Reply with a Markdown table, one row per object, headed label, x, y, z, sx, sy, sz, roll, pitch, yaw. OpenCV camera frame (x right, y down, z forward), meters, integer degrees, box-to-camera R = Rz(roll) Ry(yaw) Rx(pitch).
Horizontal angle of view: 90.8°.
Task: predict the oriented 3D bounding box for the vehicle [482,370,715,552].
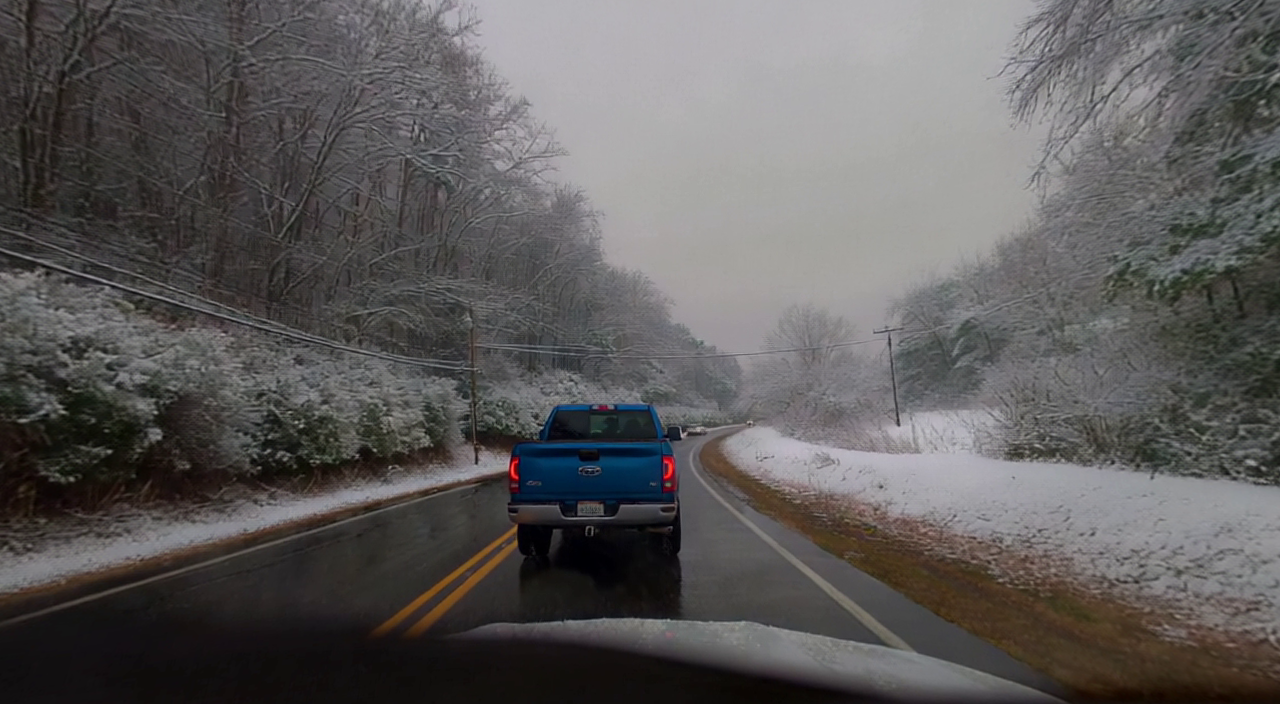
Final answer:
| label | x | y | z | sx | sy | sz | roll | pitch | yaw |
| --- | --- | --- | --- | --- | --- | --- | --- | --- | --- |
| vehicle | -0.552 | 1.762 | 10.761 | 2.837 | 2.223 | 5.885 | 0 | -8 | -1 |
